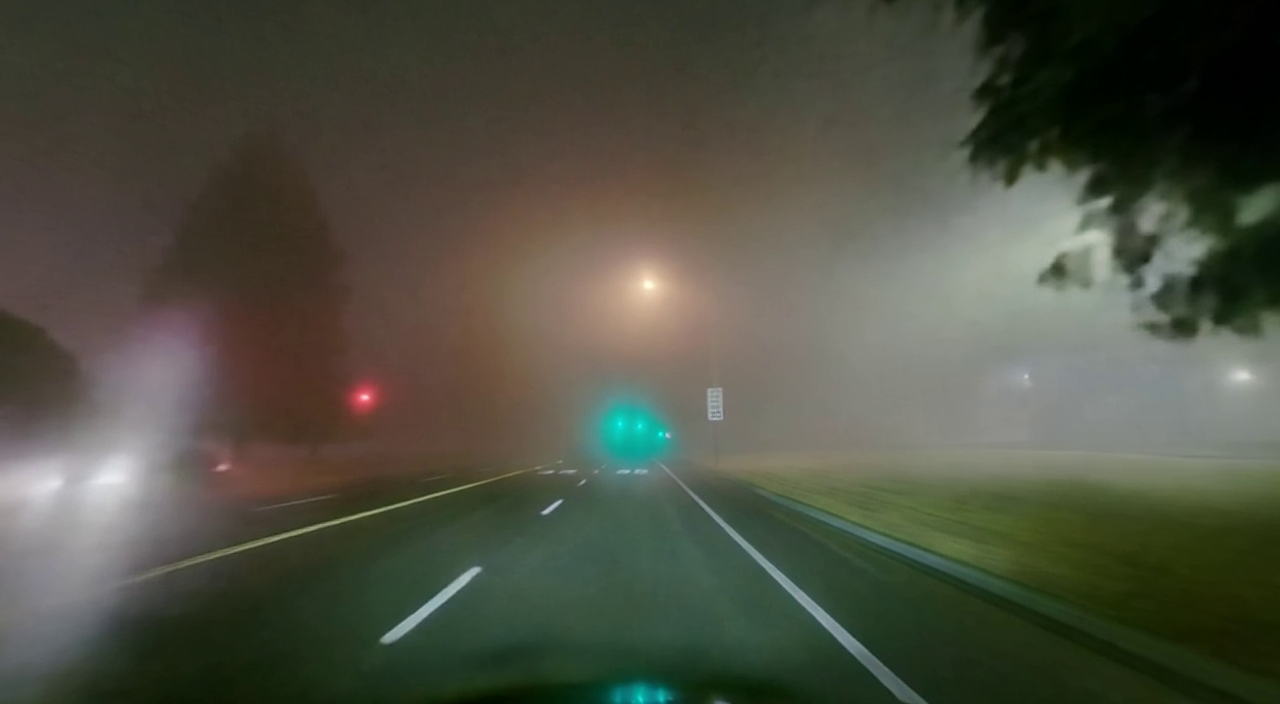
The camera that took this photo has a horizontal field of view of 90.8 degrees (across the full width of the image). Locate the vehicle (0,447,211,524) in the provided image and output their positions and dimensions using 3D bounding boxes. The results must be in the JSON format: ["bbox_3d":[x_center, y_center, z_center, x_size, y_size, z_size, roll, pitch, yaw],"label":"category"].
[{"bbox_3d":[-13.118,3.123,15.440,2.078,1.573,4.533,0,-8,0],"label":"vehicle"}]
